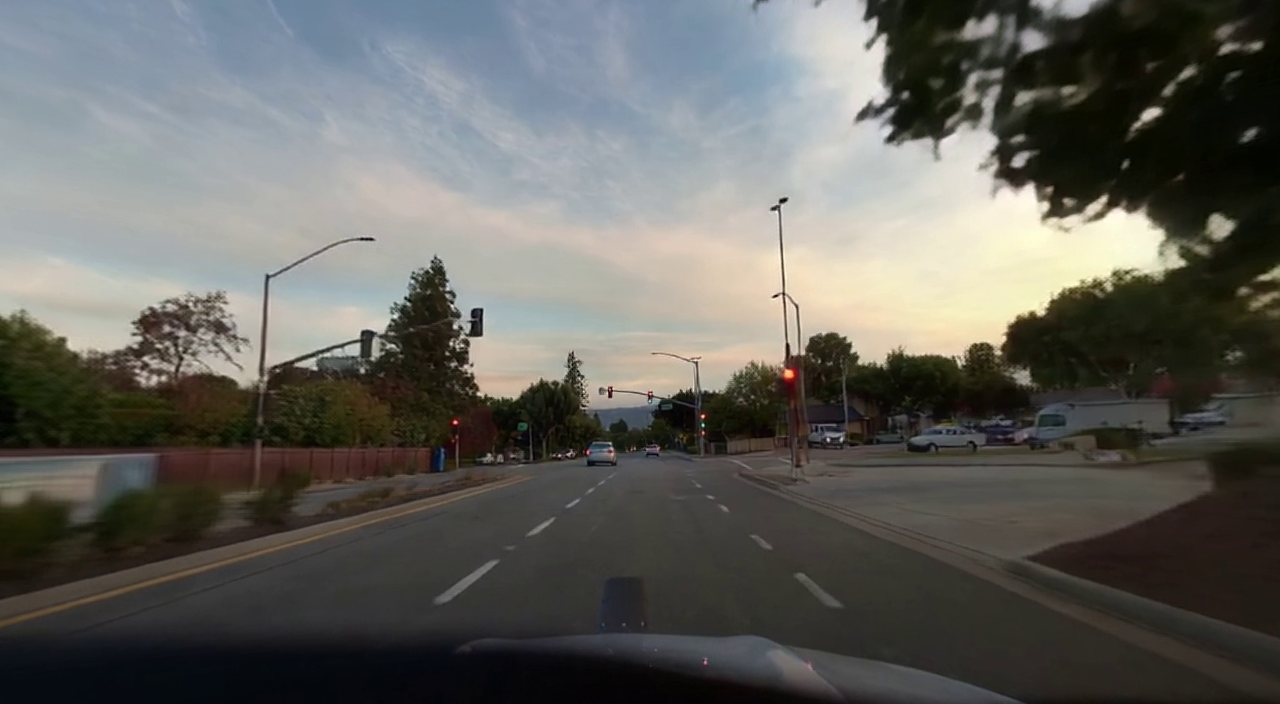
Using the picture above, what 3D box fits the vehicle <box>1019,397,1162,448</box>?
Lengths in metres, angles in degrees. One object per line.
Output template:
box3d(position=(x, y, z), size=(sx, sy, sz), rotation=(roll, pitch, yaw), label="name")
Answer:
box3d(position=(28.552, 4.507, 40.107), size=(7.116, 3.077, 2.655), rotation=(0, -8, -4), label="vehicle")

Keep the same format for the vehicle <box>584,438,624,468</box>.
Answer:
box3d(position=(-2.145, 6.258, 39.149), size=(2.084, 1.701, 4.734), rotation=(0, -8, 2), label="vehicle")

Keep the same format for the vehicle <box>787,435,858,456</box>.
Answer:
box3d(position=(13.676, 7.029, 47.368), size=(4.665, 1.498, 1.866), rotation=(0, -9, -2), label="vehicle")

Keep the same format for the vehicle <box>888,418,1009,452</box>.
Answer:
box3d(position=(19.132, 5.213, 39.305), size=(6.313, 2.043, 2.272), rotation=(0, -8, -3), label="vehicle")
